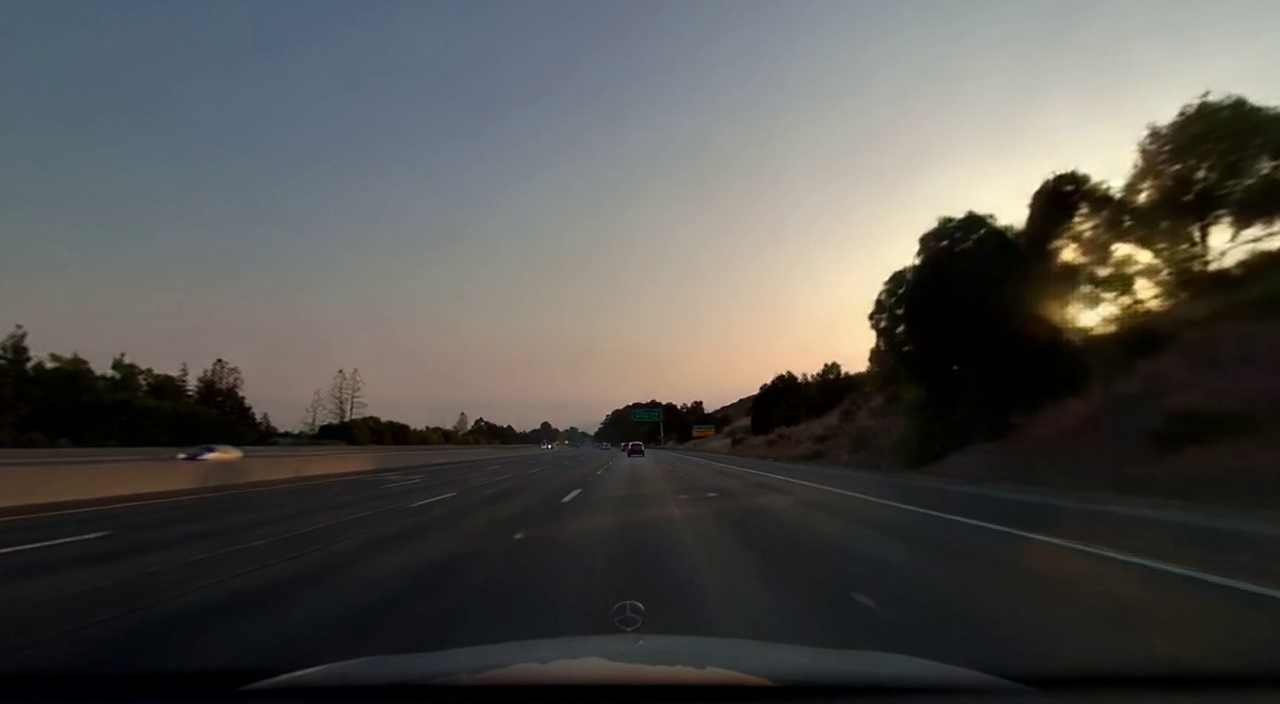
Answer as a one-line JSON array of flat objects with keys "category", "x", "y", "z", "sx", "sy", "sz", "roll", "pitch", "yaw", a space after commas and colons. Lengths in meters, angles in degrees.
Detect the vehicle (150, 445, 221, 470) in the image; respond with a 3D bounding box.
[{"category": "vehicle", "x": -33.046, "y": 7.644, "z": 45.802, "sx": 1.898, "sy": 1.680, "sz": 4.533, "roll": 0, "pitch": -8, "yaw": -2}]
